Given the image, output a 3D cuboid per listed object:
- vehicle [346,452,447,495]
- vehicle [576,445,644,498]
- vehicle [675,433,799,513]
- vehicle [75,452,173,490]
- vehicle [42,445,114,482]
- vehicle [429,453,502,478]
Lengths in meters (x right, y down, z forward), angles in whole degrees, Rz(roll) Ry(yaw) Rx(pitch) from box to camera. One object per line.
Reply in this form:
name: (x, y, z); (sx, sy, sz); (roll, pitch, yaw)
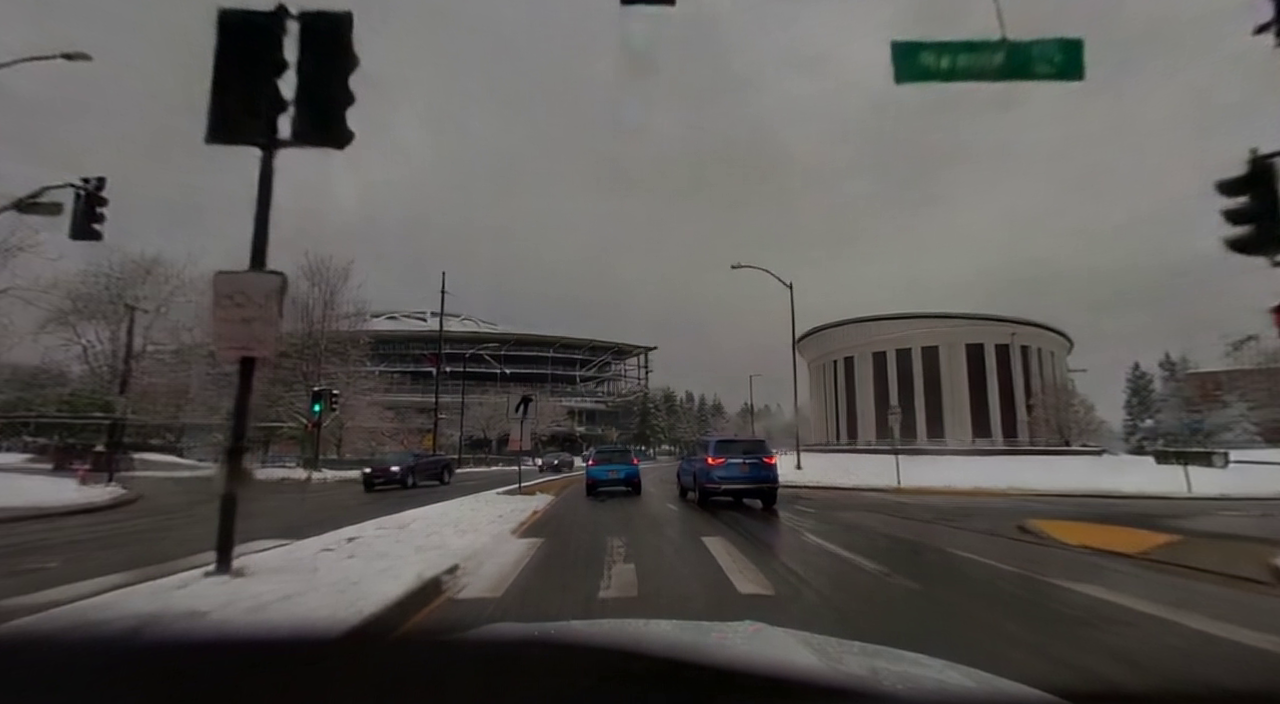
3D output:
vehicle: (-9.490, 4.747, 25.096); (2.121, 1.513, 4.827); (0, -9, 0)
vehicle: (-1.001, 4.071, 21.805); (2.132, 1.632, 3.889); (0, -9, -2)
vehicle: (2.313, 3.113, 16.643); (2.320, 1.772, 4.872); (0, -9, -2)
vehicle: (-23.047, 5.228, 28.090); (4.653, 1.459, 2.228); (-6, -11, 37)
vehicle: (-30.346, 5.997, 33.979); (4.523, 1.855, 2.317); (-9, -13, 42)
vehicle: (-11.262, 7.341, 41.020); (2.012, 1.490, 4.351); (-6, -11, 29)
